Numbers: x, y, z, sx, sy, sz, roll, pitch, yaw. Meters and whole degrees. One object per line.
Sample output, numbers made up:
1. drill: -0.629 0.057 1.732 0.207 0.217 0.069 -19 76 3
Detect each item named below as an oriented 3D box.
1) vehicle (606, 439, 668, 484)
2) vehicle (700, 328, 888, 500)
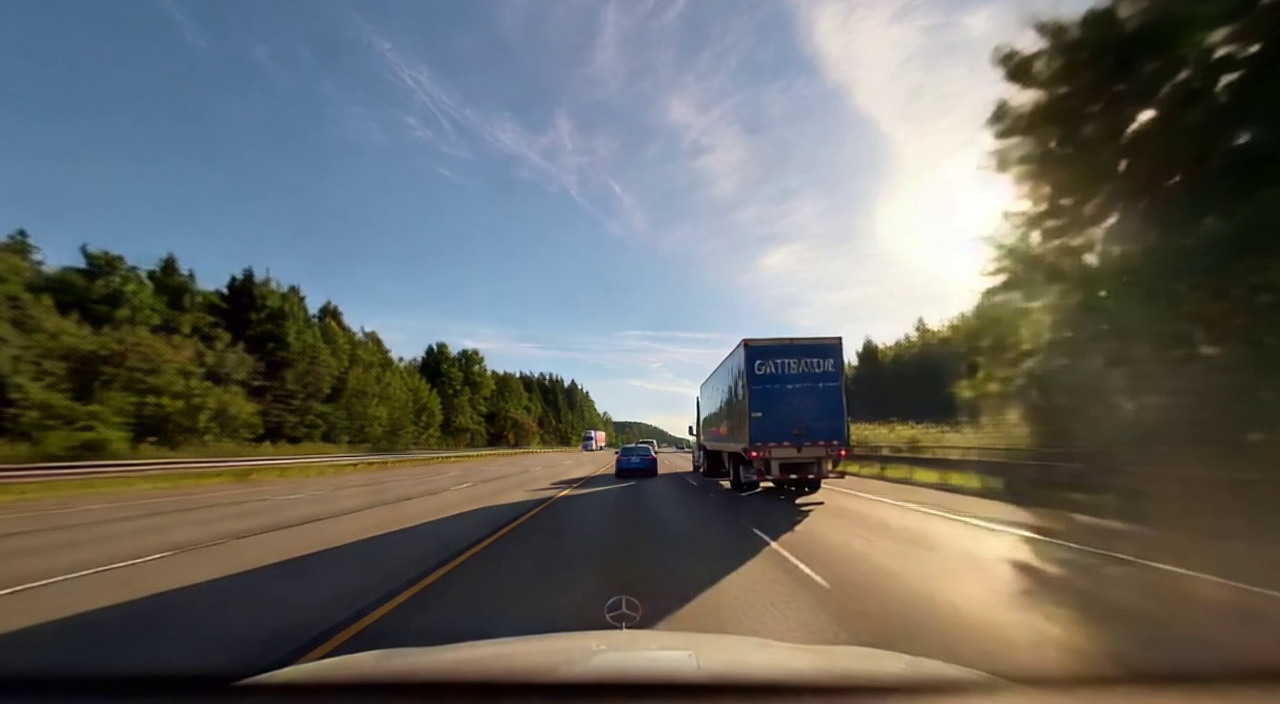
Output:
1. vehicle: -0.095 3.976 23.097 2.074 1.475 3.960 0 -9 0
2. vehicle: 4.280 2.542 22.104 2.909 4.074 14.457 0 -9 0
